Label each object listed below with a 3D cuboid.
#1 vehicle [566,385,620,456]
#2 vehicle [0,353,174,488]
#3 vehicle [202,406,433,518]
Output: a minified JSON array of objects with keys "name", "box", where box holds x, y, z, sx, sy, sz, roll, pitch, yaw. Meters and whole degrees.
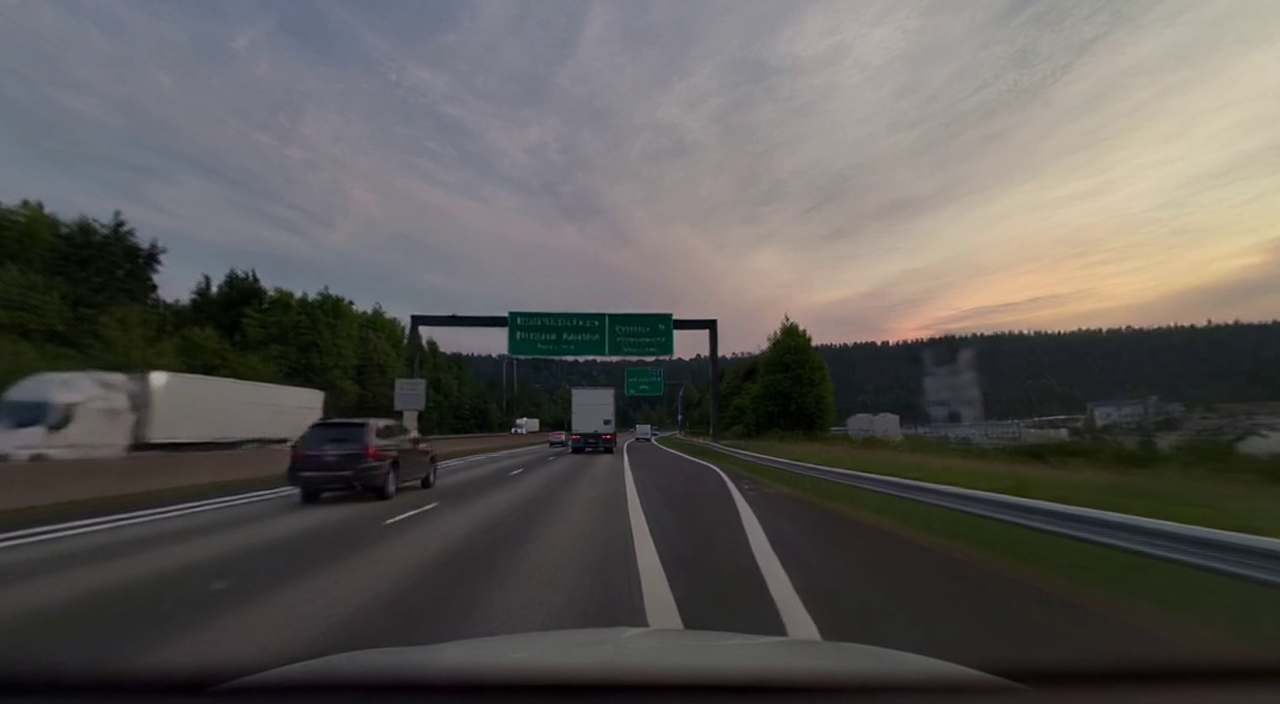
[{"name":"vehicle","box":[-2.637,4.216,38.129,2.855,3.741,8.587,1,-7,-2]},{"name":"vehicle","box":[-19.357,2.360,21.130,2.953,3.896,5.885,0,-8,-3]},{"name":"vehicle","box":[-5.489,1.920,11.543,2.068,1.647,4.321,0,-8,-2]}]
